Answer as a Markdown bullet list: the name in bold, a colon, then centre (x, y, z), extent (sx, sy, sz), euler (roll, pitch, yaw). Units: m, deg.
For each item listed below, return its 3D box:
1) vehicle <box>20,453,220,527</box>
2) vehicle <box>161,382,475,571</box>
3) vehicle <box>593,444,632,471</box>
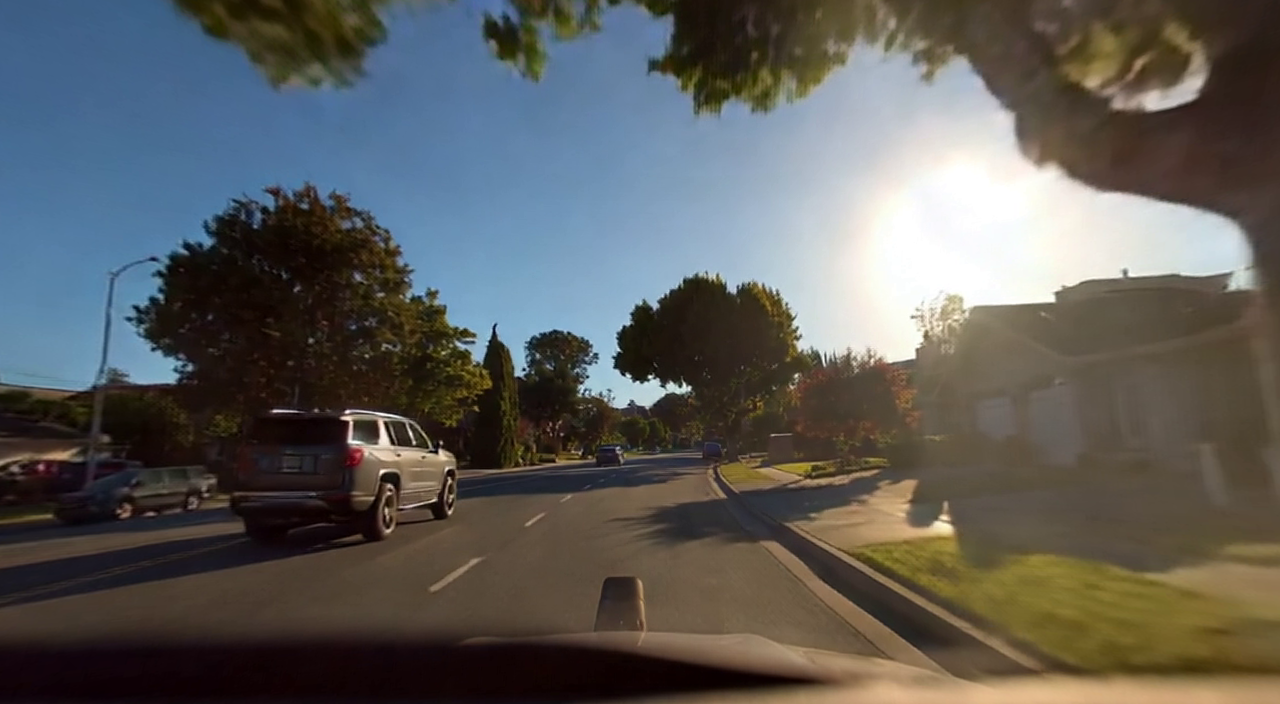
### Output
- **vehicle**: centre (-15.716, 4.128, 19.543), extent (2.029, 1.887, 4.668), euler (-1, -8, 3)
- **vehicle**: centre (-4.260, 1.761, 9.667), extent (2.085, 2.084, 5.133), euler (0, -9, 0)
- **vehicle**: centre (-1.811, 7.141, 42.922), extent (2.001, 1.664, 4.174), euler (-1, -9, 7)
